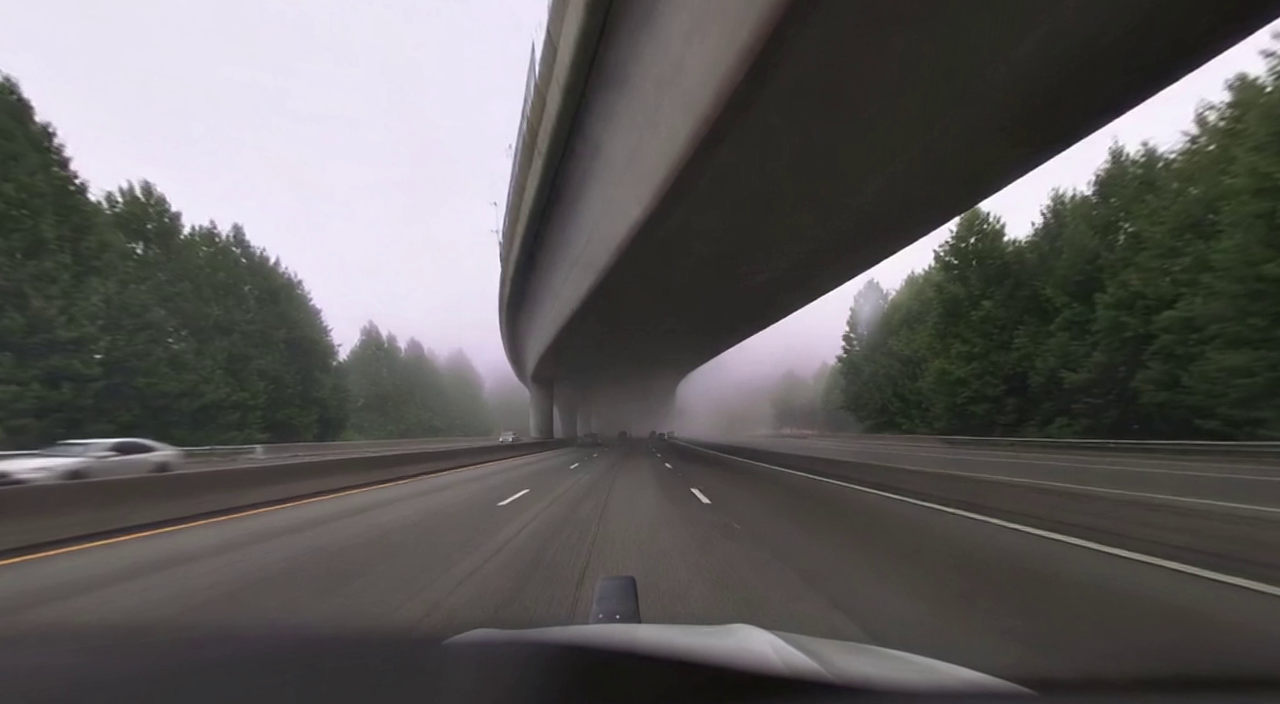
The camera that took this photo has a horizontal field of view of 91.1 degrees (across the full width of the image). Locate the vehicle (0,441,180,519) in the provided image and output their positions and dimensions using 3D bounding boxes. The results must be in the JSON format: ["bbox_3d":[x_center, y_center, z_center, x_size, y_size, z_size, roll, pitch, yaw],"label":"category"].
[{"bbox_3d":[-12.971,2.764,14.239,1.895,1.439,4.263,0,-8,-1],"label":"vehicle"}]
